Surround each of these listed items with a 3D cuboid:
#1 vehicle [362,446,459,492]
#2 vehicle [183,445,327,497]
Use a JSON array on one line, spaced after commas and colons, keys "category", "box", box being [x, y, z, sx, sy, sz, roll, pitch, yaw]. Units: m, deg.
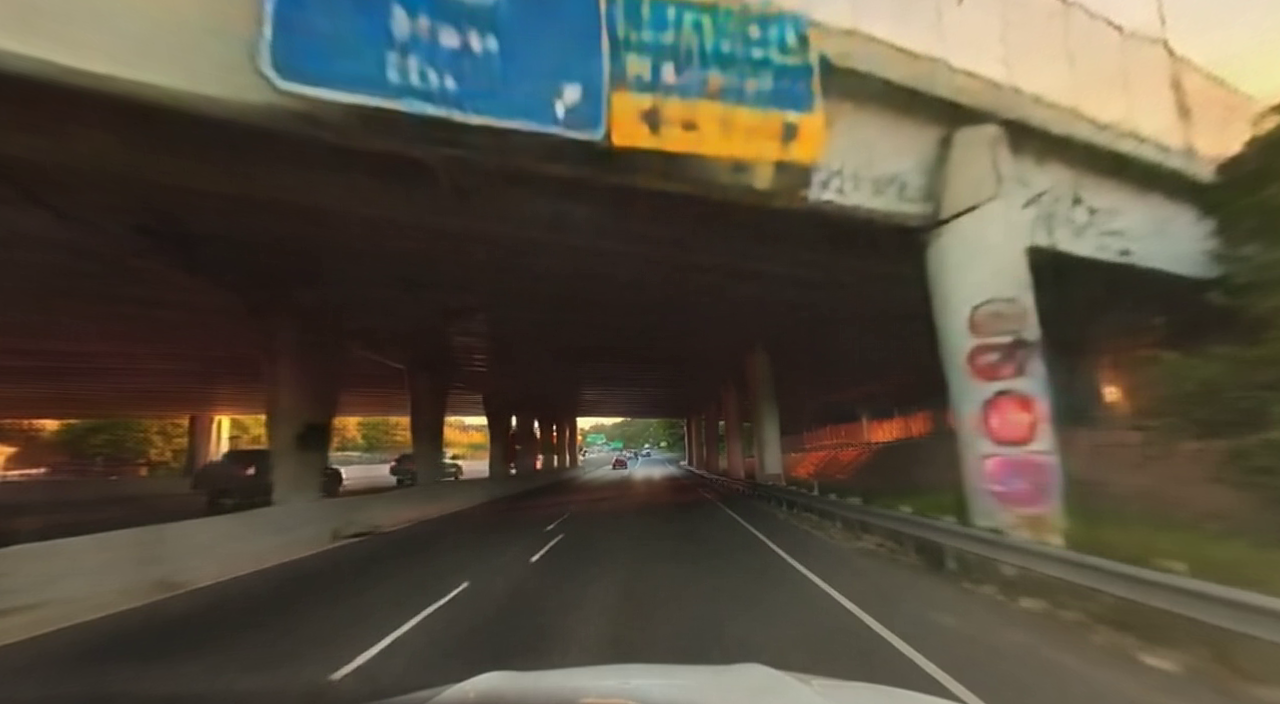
[{"category": "vehicle", "box": [-8.856, 4.520, 24.848, 1.979, 1.600, 4.516, 0, -8, 2]}, {"category": "vehicle", "box": [-13.361, 4.119, 22.333, 2.059, 1.615, 4.688, 0, -8, 1]}]
